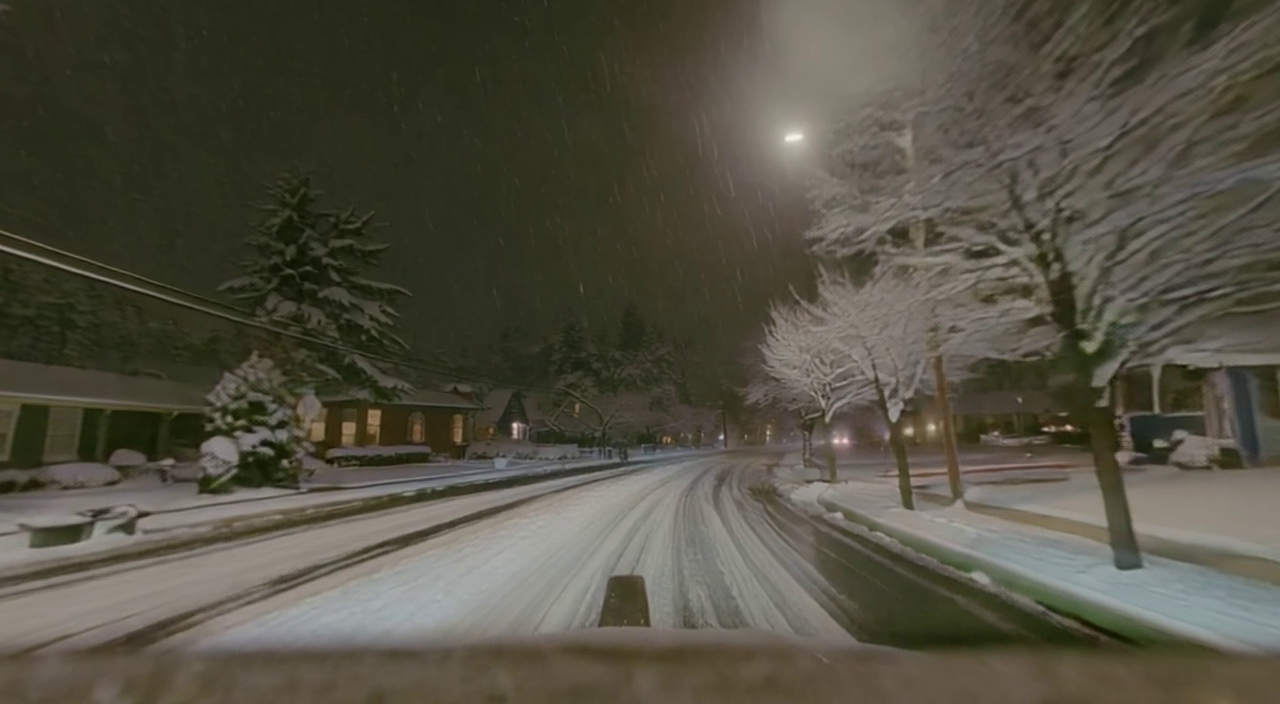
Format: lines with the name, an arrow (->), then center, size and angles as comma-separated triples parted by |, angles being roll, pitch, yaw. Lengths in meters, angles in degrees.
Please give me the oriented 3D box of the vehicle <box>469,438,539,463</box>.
vehicle -> -9.232, 6.715, 42.978 | 4.485, 1.663, 2.111 | 2, -9, -12
